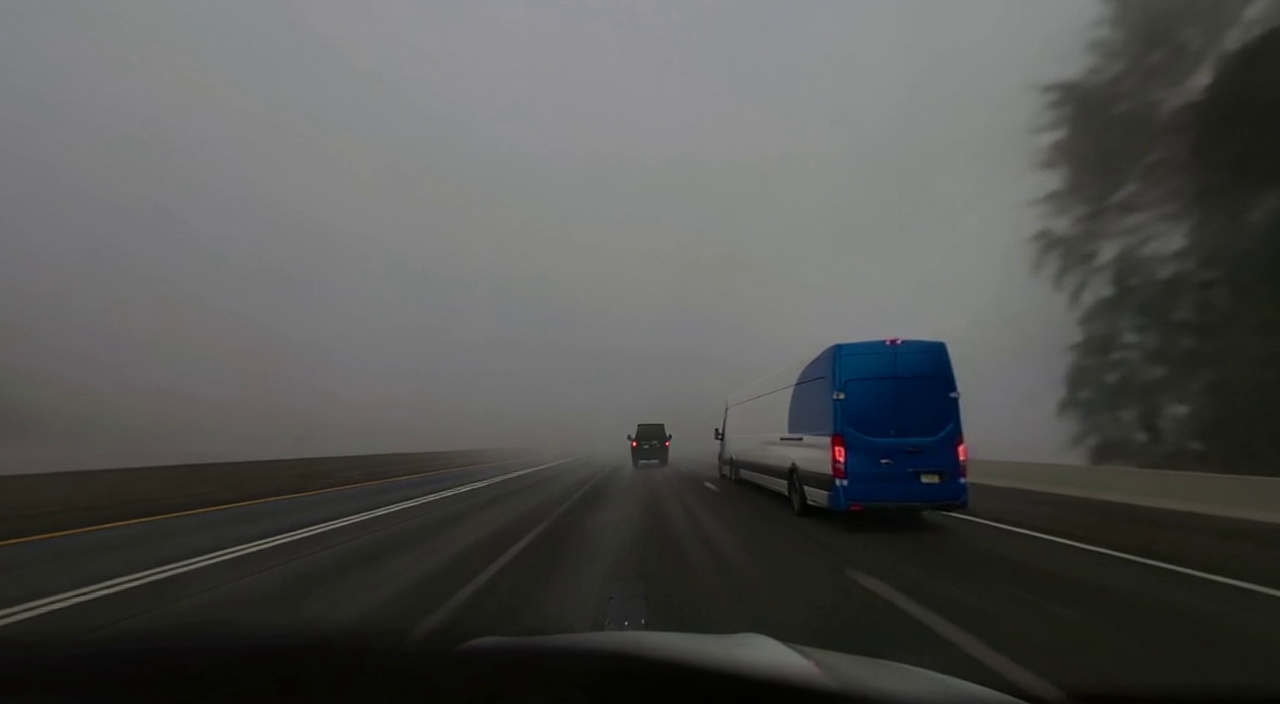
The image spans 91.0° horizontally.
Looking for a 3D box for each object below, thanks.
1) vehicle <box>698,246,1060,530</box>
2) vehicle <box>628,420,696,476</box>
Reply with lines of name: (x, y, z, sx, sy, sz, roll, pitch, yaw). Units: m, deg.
vehicle: (4.238, 1.652, 17.697, 3.892, 4.216, 16.830, 0, -8, 1)
vehicle: (0.837, 3.789, 25.041, 2.469, 2.027, 4.554, 0, -8, 1)
